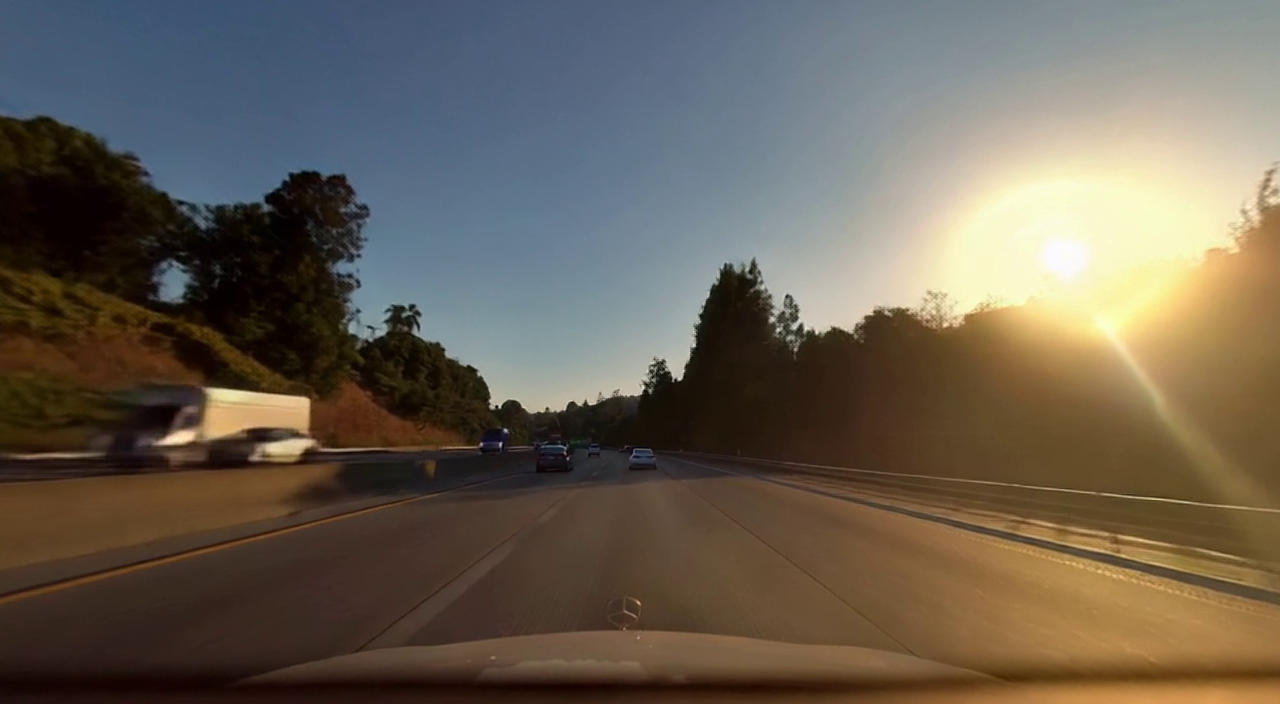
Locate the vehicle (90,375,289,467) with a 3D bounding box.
[{"bbox_3d":[-17.552,2.922,25.379,2.562,3.155,7.175,0,-9,0],"label":"vehicle"}]

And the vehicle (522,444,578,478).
[{"bbox_3d":[-4.201,5.146,30.111,2.054,1.500,4.469,0,-9,-1],"label":"vehicle"}]

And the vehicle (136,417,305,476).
[{"bbox_3d":[-12.568,2.908,19.378,1.988,1.578,4.686,0,-9,-1],"label":"vehicle"}]

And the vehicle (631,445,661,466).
[{"bbox_3d":[0.390,7.511,45.883,2.008,1.499,3.192,0,-9,-3],"label":"vehicle"}]
